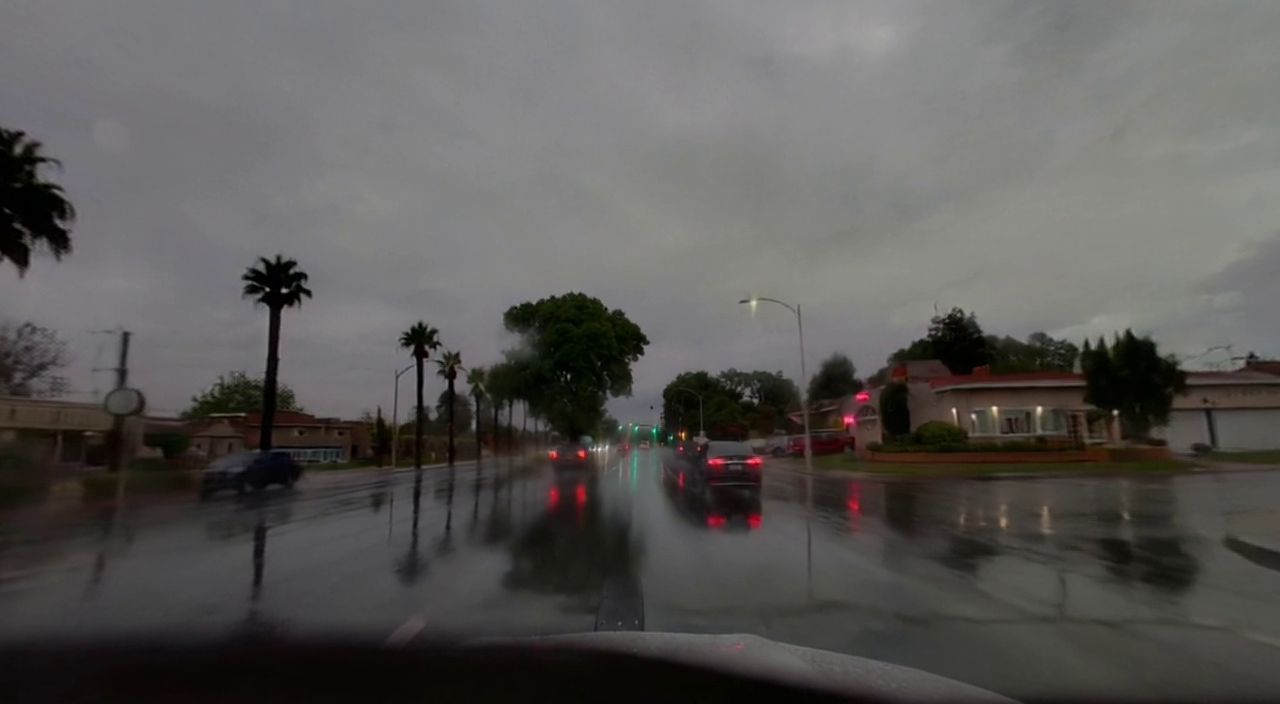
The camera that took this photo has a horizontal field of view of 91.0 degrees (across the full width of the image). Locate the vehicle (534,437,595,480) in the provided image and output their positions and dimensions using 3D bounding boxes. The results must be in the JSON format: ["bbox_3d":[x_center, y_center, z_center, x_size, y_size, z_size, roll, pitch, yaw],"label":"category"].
[{"bbox_3d":[-3.239,4.695,27.962,2.084,1.735,4.528,0,-8,1],"label":"vehicle"}]

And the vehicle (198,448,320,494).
[{"bbox_3d":[-18.061,5.620,30.290,2.221,1.921,5.743,0,-8,0],"label":"vehicle"}]

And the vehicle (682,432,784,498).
[{"bbox_3d":[2.540,3.232,18.372,2.084,1.682,4.148,1,-8,-4],"label":"vehicle"}]

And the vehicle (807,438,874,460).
[{"bbox_3d":[15.269,7.422,48.087,4.489,1.557,1.792,-2,-9,2],"label":"vehicle"}]
